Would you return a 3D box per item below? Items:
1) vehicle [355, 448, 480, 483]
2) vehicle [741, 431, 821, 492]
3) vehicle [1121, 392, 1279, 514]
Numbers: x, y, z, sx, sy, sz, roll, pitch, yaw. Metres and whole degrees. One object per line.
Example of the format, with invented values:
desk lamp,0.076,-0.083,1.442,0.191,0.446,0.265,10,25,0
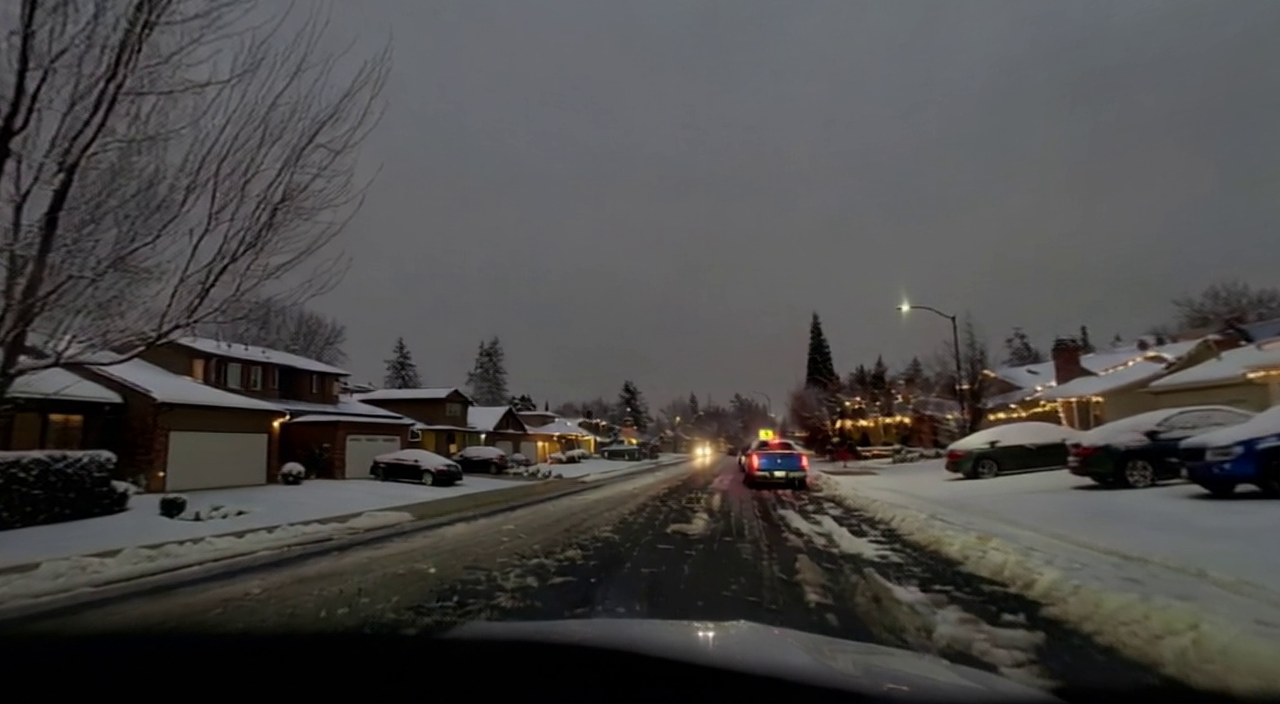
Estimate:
vehicle,-9.845,5.028,28.144,4.916,1.485,1.807,-1,-8,6
vehicle,5.266,4.059,23.873,2.552,2.024,5.414,-2,-8,11
vehicle,10.264,1.275,9.268,4.554,1.515,1.858,-9,-10,11
